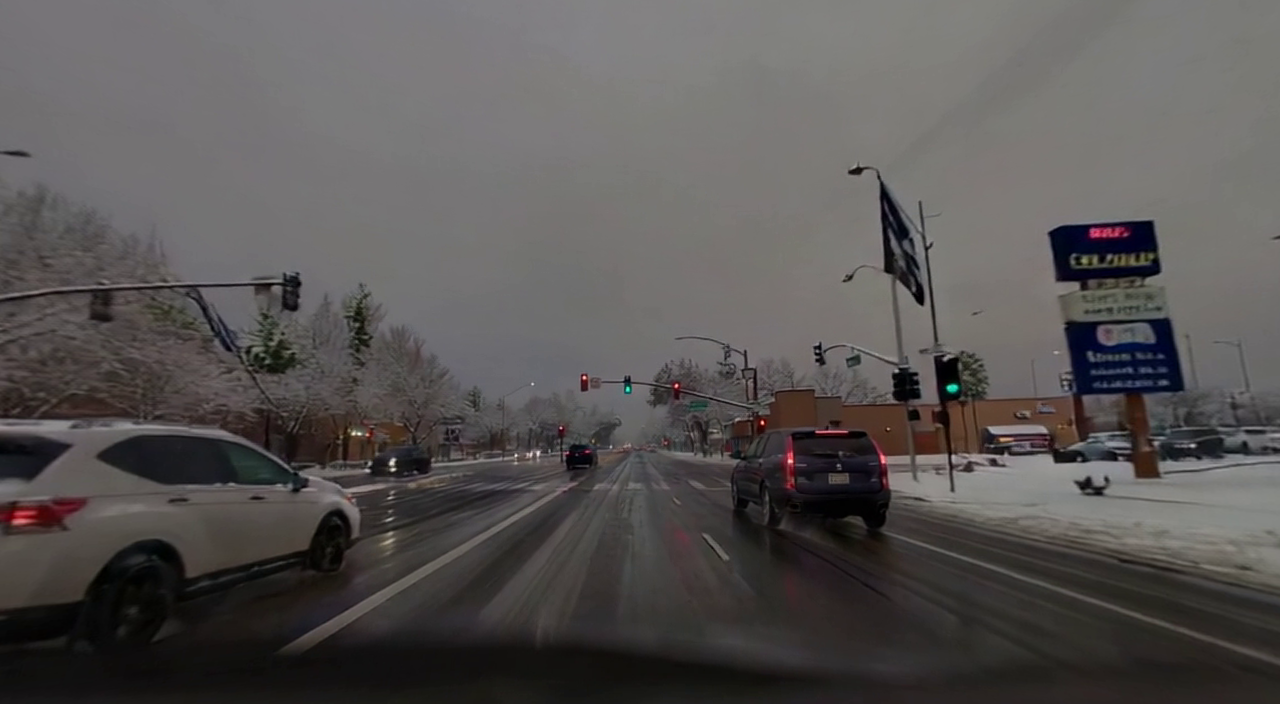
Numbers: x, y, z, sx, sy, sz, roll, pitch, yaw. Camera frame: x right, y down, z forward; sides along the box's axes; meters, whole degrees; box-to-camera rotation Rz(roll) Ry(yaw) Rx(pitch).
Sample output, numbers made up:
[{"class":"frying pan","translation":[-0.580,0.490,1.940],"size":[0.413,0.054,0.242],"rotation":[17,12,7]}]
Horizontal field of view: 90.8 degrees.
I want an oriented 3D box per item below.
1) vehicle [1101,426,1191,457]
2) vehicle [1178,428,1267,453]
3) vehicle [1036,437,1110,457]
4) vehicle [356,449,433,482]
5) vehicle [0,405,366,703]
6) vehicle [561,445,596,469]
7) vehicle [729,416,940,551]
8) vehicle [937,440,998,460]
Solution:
[{"class":"vehicle","translation":[38.608,6.812,48.332],"size":[4.854,1.957,2.173],"rotation":[-4,-8,0]},{"class":"vehicle","translation":[44.358,6.758,48.149],"size":[4.683,1.798,1.980],"rotation":[0,-9,1]},{"class":"vehicle","translation":[33.150,7.303,48.420],"size":[4.314,1.459,1.800],"rotation":[-1,-9,2]},{"class":"vehicle","translation":[-12.428,5.743,32.347],"size":[1.991,1.517,4.760],"rotation":[0,-9,0]},{"class":"vehicle","translation":[-4.203,1.371,5.286],"size":[2.063,1.578,3.915],"rotation":[0,-9,0]},{"class":"vehicle","translation":[-4.043,6.957,42.150],"size":[2.034,1.498,3.995],"rotation":[0,-9,-1]},{"class":"vehicle","translation":[2.820,2.021,10.354],"size":[1.982,1.711,4.276],"rotation":[0,-9,-2]},{"class":"vehicle","translation":[25.847,7.764,49.940],"size":[4.068,1.503,1.844],"rotation":[-5,-10,27]}]
